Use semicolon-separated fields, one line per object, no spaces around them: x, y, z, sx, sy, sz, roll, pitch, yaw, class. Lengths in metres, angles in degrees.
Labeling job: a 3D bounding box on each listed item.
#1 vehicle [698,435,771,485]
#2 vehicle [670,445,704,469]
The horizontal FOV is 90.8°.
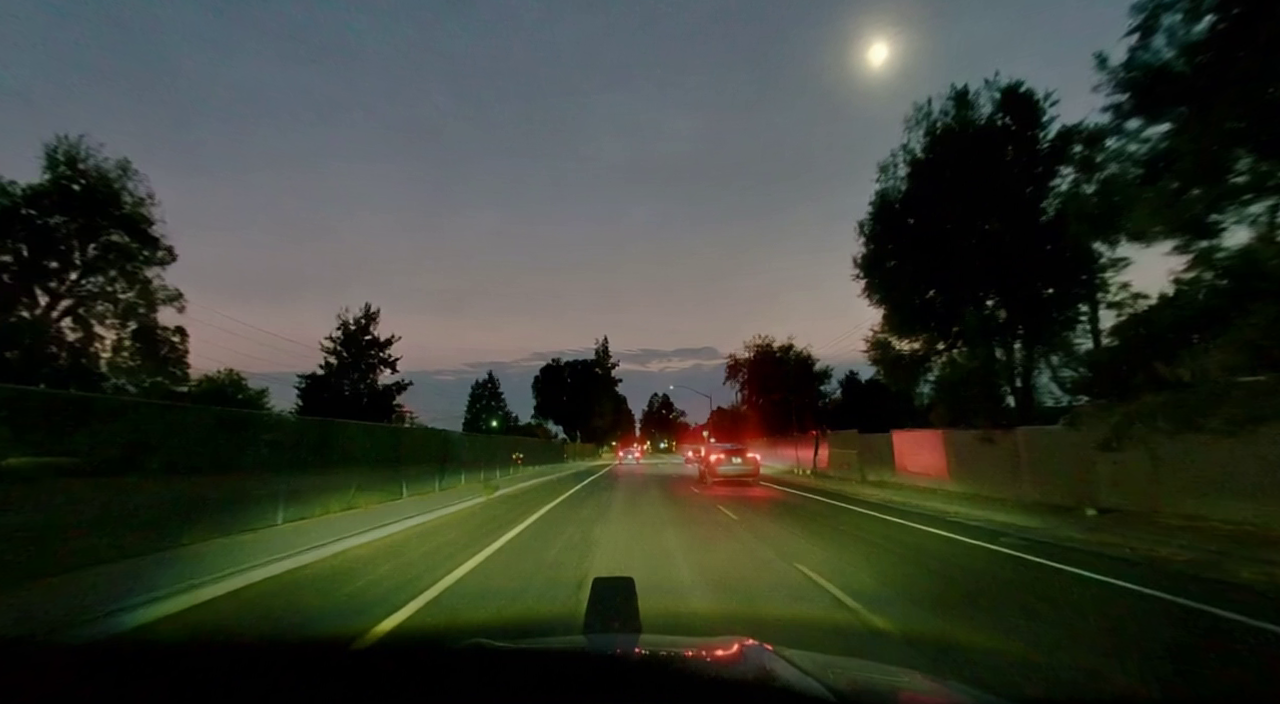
3.689;4.335;25.615;2.112;1.825;4.574;0;-9;-2;vehicle
3.340;7.503;45.397;2.012;1.653;4.115;0;-9;-1;vehicle
